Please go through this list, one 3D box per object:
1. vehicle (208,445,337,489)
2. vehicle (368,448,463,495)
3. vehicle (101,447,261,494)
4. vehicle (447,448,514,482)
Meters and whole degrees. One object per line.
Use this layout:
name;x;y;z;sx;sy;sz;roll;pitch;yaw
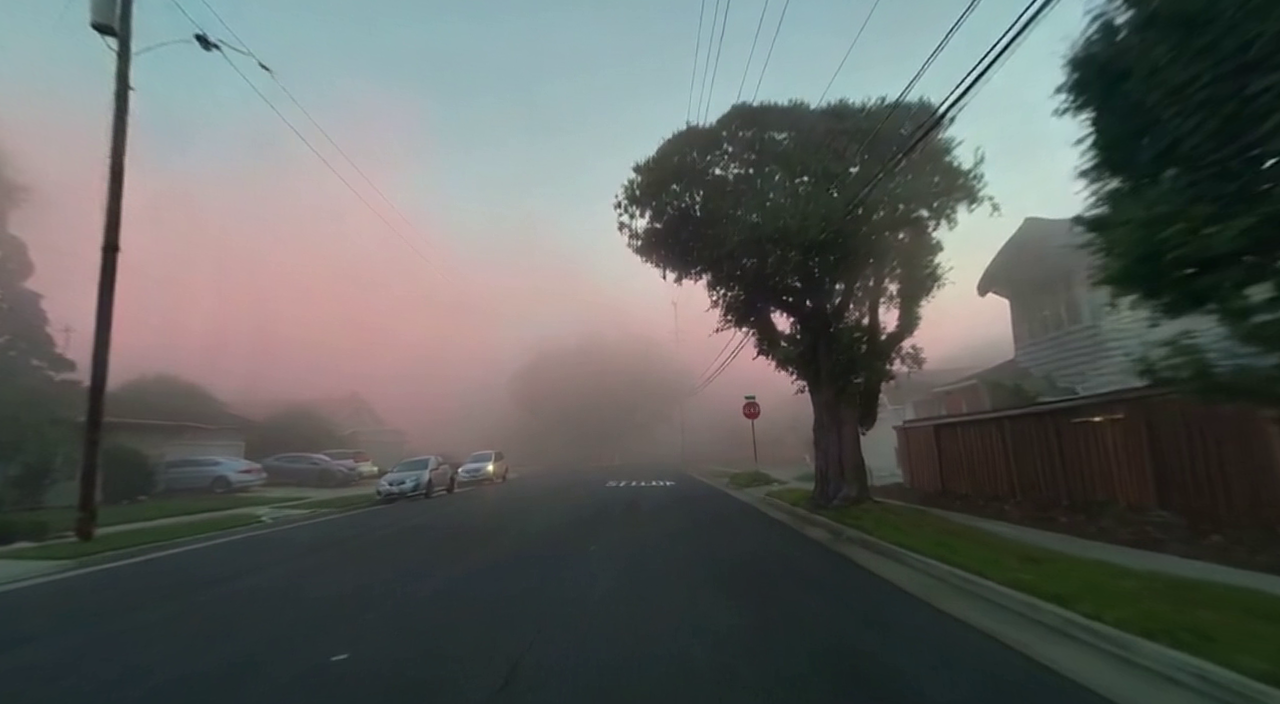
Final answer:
vehicle;-16.223;5.071;28.109;4.364;1.802;2.122;1;-9;-7
vehicle;-8.548;4.556;24.491;1.950;1.627;4.027;-1;-8;4
vehicle;-17.967;4.625;25.021;4.539;1.737;2.098;2;-9;-14
vehicle;-8.465;5.980;33.851;2.047;1.679;3.948;-1;-9;8
